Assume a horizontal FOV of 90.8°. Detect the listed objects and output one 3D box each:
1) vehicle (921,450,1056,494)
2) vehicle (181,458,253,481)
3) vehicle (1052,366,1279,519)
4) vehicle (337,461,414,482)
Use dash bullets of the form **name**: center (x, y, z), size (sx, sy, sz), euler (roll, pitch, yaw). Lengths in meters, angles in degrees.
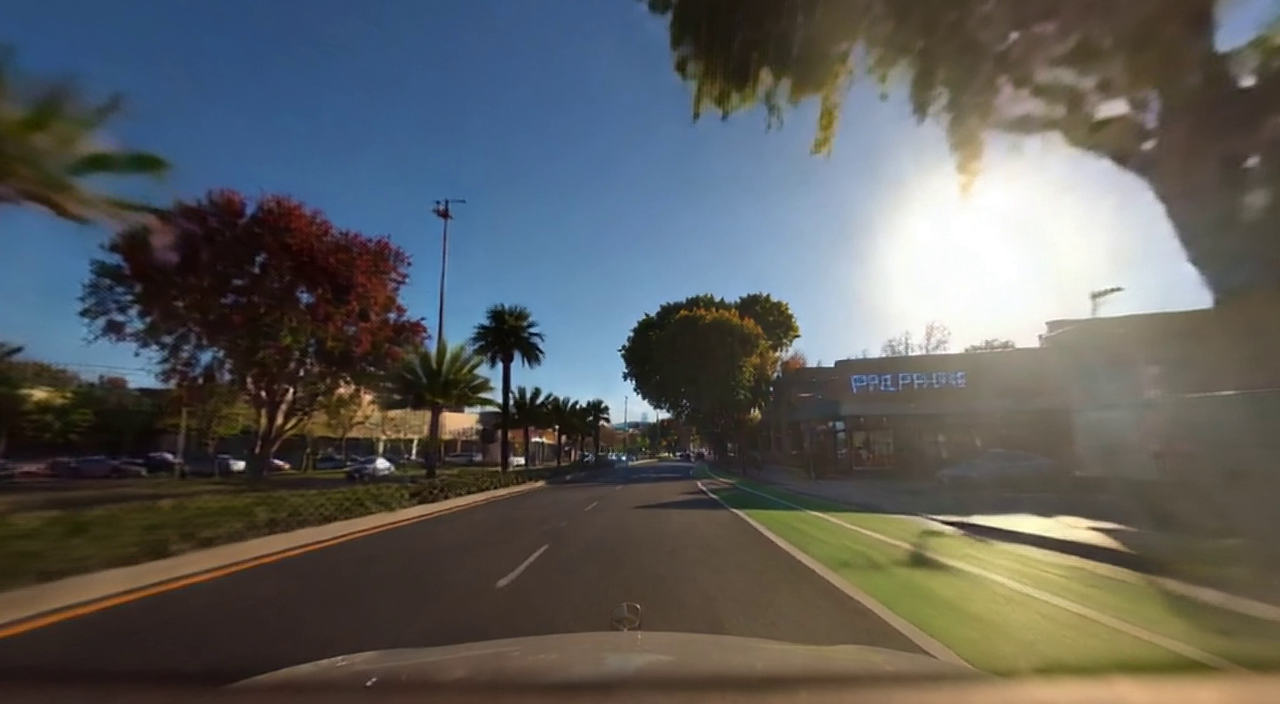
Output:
- **vehicle**: center (14.350, 4.986, 26.378), size (4.601, 1.696, 1.977), euler (-3, -11, 20)
- **vehicle**: center (-32.970, 9.147, 49.321), size (4.171, 1.682, 1.981), euler (0, -10, 3)
- **vehicle**: center (14.387, 2.169, 14.847), size (7.635, 3.131, 2.691), euler (1, -10, -6)
- **vehicle**: center (-20.451, 9.243, 48.938), size (5.136, 1.515, 1.964), euler (7, -12, -35)
